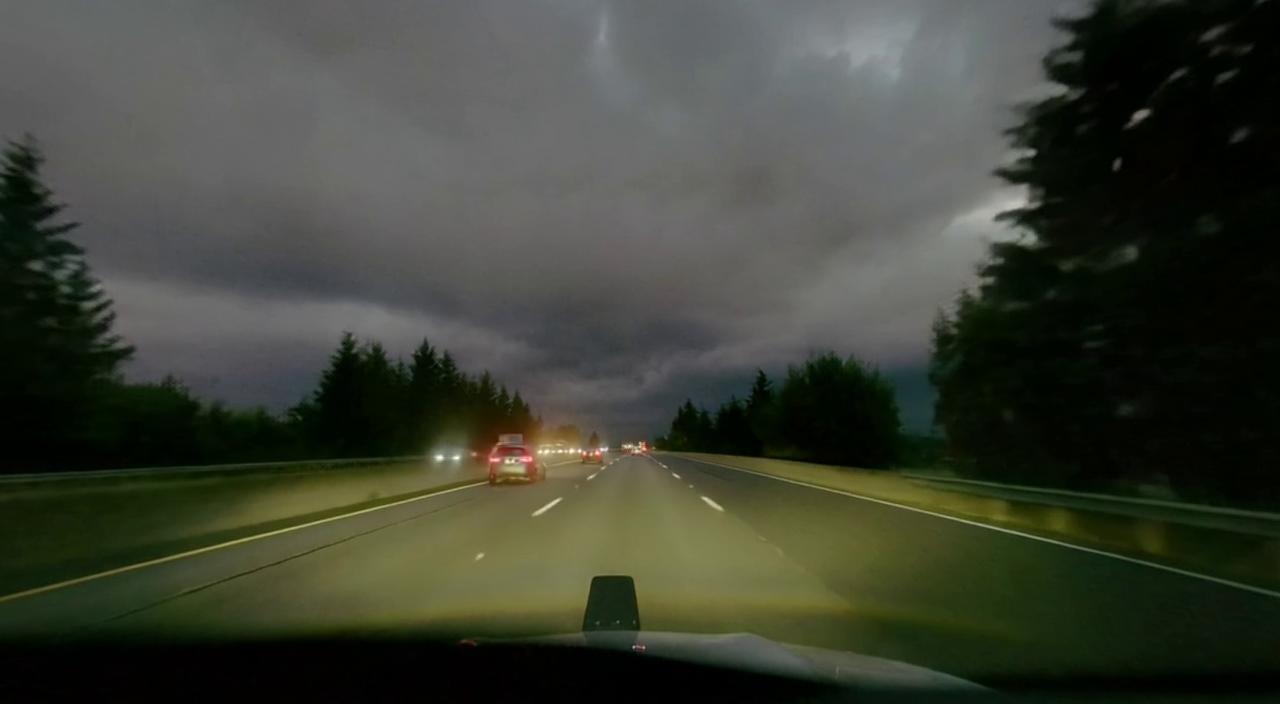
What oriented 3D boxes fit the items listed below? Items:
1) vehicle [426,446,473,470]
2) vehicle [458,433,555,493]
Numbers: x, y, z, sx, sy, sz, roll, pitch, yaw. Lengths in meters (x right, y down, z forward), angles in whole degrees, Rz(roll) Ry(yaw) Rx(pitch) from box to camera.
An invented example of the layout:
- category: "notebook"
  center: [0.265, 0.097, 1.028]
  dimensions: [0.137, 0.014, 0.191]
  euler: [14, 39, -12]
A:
- category: "vehicle"
  center: [-13.310, 7.426, 44.078]
  dimensions: [1.955, 1.557, 4.567]
  euler: [-1, -9, -1]
- category: "vehicle"
  center: [-4.108, 3.484, 20.021]
  dimensions: [2.151, 1.693, 4.201]
  euler: [0, -9, 0]
